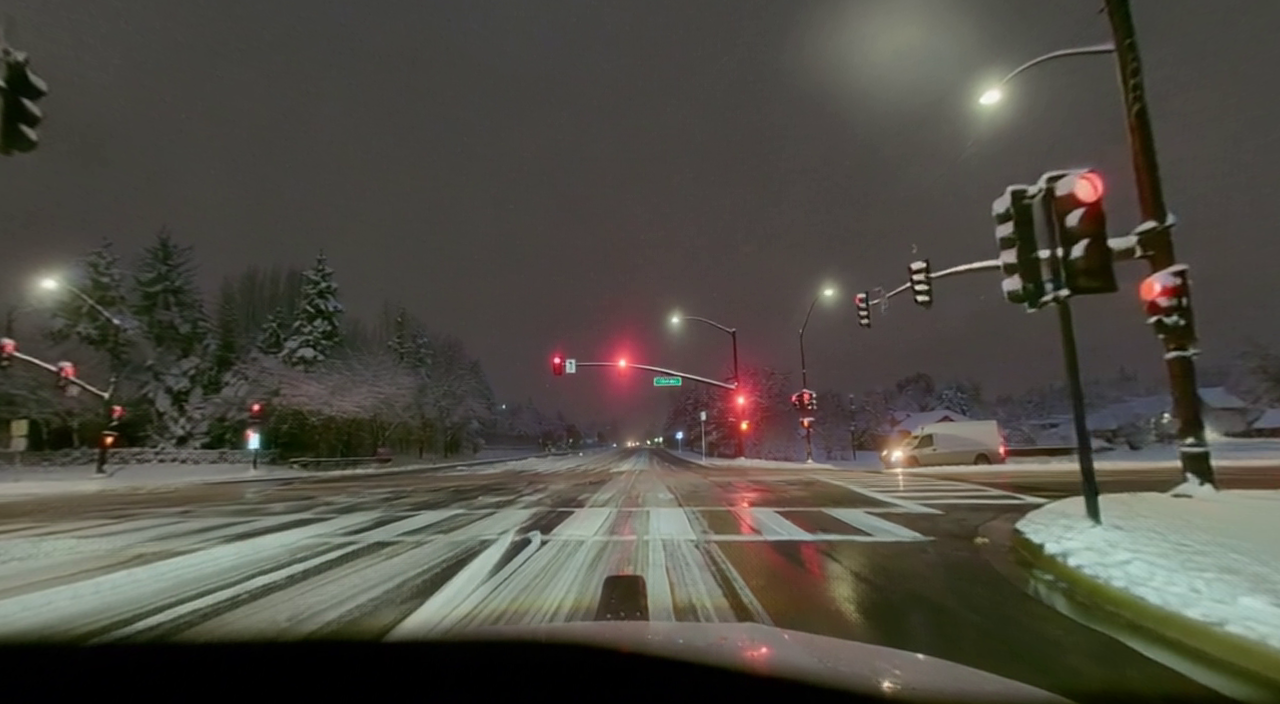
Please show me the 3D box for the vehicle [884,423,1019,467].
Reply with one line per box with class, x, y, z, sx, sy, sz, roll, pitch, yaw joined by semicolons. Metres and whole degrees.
vehicle;13.464;4.040;27.454;4.790;1.798;1.909;0;-8;1
